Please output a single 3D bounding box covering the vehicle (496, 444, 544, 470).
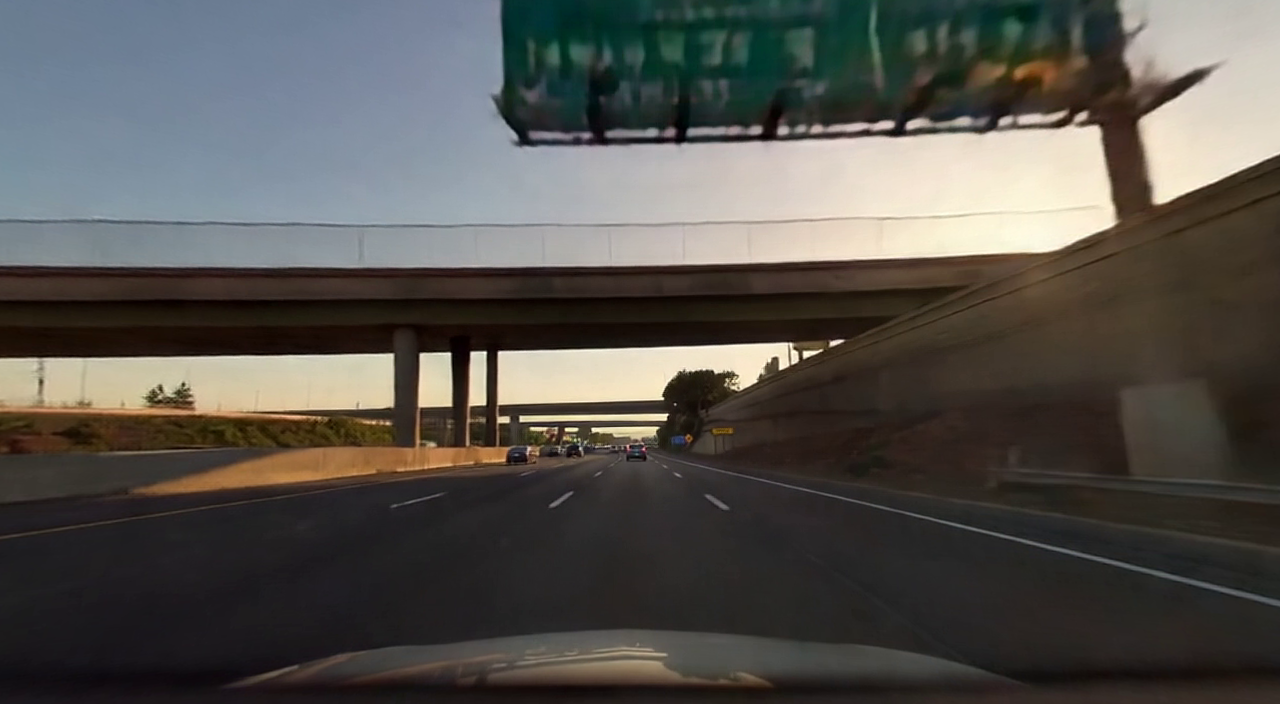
[{"bbox_3d":[-7.198,6.330,38.313,1.994,1.487,4.605,0,-9,0],"label":"vehicle"}]

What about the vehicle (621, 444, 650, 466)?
[{"bbox_3d":[-0.369,7.581,46.775,2.086,1.472,4.168,0,-9,-2],"label":"vehicle"}]
